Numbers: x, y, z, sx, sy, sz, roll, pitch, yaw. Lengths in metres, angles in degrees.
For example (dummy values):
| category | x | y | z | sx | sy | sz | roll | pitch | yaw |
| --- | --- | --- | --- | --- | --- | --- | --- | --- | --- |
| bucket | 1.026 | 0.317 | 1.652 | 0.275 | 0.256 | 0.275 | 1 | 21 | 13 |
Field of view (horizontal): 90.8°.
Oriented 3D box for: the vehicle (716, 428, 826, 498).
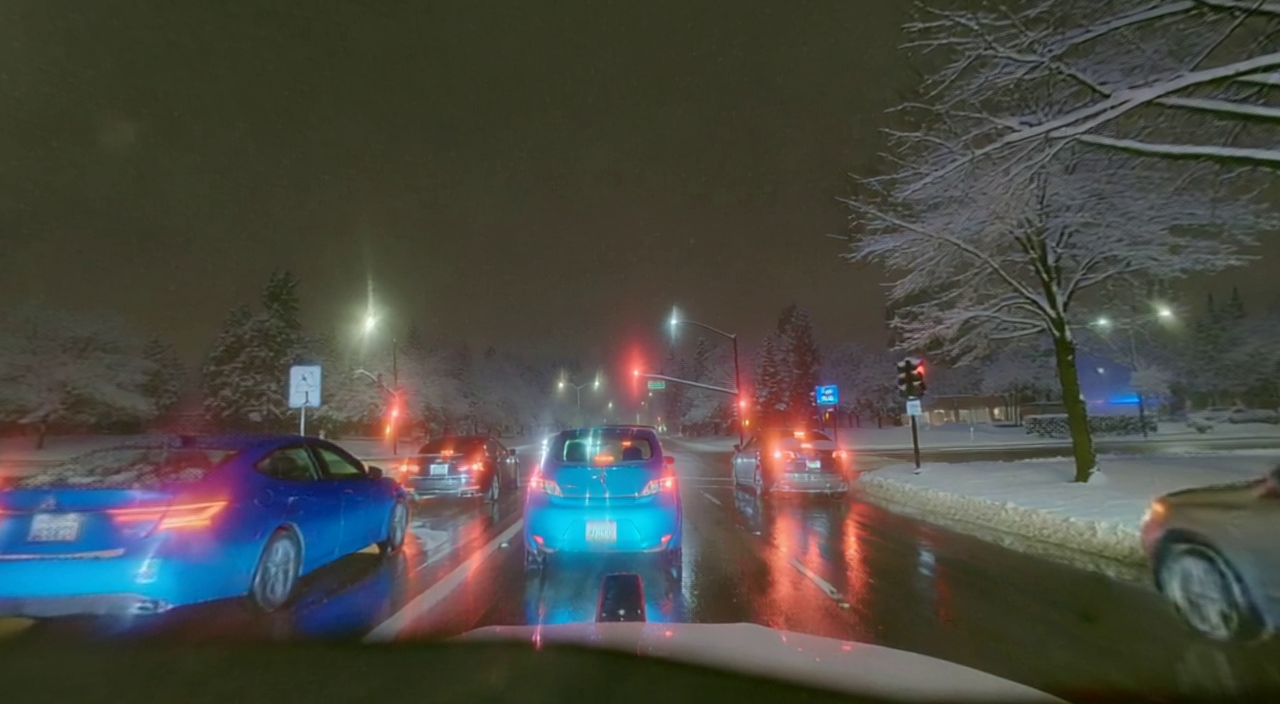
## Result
| category | x | y | z | sx | sy | sz | roll | pitch | yaw |
| --- | --- | --- | --- | --- | --- | --- | --- | --- | --- |
| vehicle | 3.440 | 3.011 | 17.514 | 2.028 | 1.678 | 4.220 | 0 | -8 | -2 |

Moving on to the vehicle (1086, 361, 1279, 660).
| category | x | y | z | sx | sy | sz | roll | pitch | yaw |
| --- | --- | --- | --- | --- | --- | --- | --- | --- | --- |
| vehicle | 4.841 | 0.821 | 2.958 | 2.038 | 1.750 | 4.535 | 0 | -8 | -2 |

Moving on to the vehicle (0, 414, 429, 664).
| category | x | y | z | sx | sy | sz | roll | pitch | yaw |
| --- | --- | --- | --- | --- | --- | --- | --- | --- | --- |
| vehicle | -3.795 | 1.450 | 6.059 | 2.074 | 1.485 | 4.395 | 0 | -8 | -1 |

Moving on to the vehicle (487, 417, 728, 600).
| category | x | y | z | sx | sy | sz | roll | pitch | yaw |
| --- | --- | --- | --- | --- | --- | --- | --- | --- | --- |
| vehicle | -0.342 | 1.644 | 7.552 | 2.045 | 1.533 | 4.183 | 0 | -8 | -2 |
